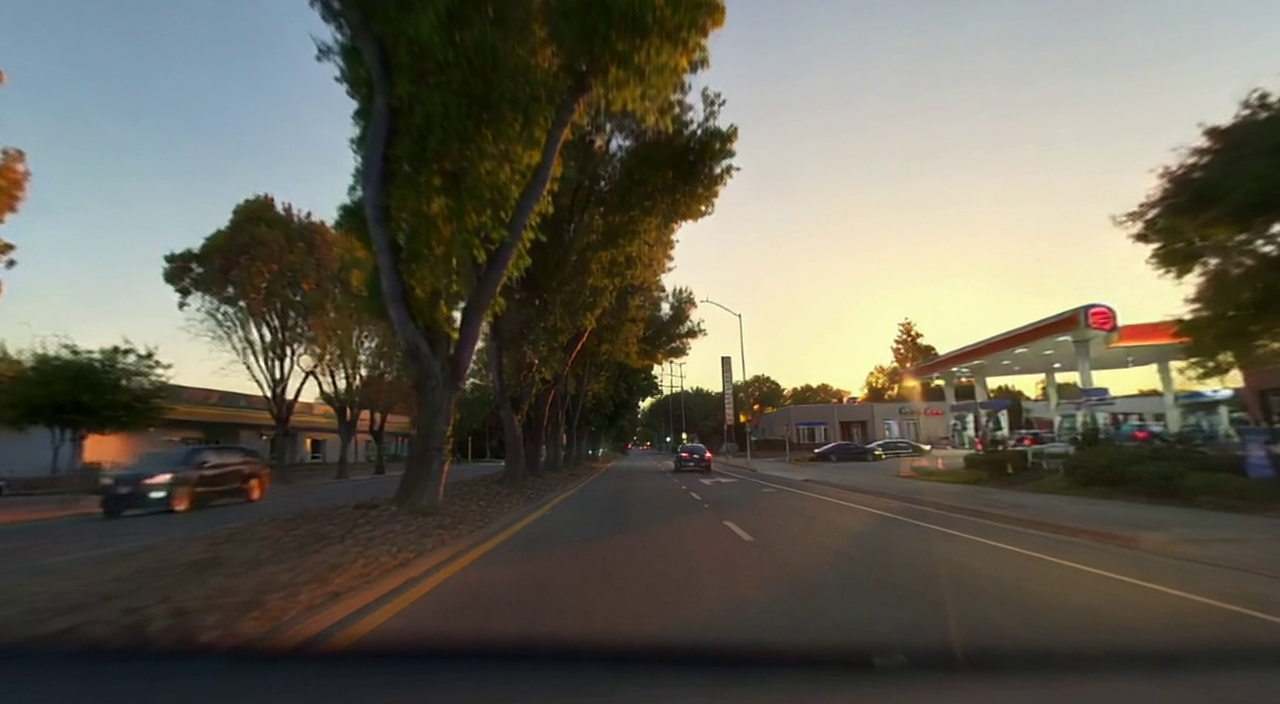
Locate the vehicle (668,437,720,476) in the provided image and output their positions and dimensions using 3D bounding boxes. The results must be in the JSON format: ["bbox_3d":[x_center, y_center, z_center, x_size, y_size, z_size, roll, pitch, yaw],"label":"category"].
[{"bbox_3d":[2.712,5.392,32.781,2.115,1.840,4.777,0,-8,-1],"label":"vehicle"}]

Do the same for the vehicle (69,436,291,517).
[{"bbox_3d":[-12.801,3.451,18.208,2.379,1.967,5.195,-1,-8,1],"label":"vehicle"}]
